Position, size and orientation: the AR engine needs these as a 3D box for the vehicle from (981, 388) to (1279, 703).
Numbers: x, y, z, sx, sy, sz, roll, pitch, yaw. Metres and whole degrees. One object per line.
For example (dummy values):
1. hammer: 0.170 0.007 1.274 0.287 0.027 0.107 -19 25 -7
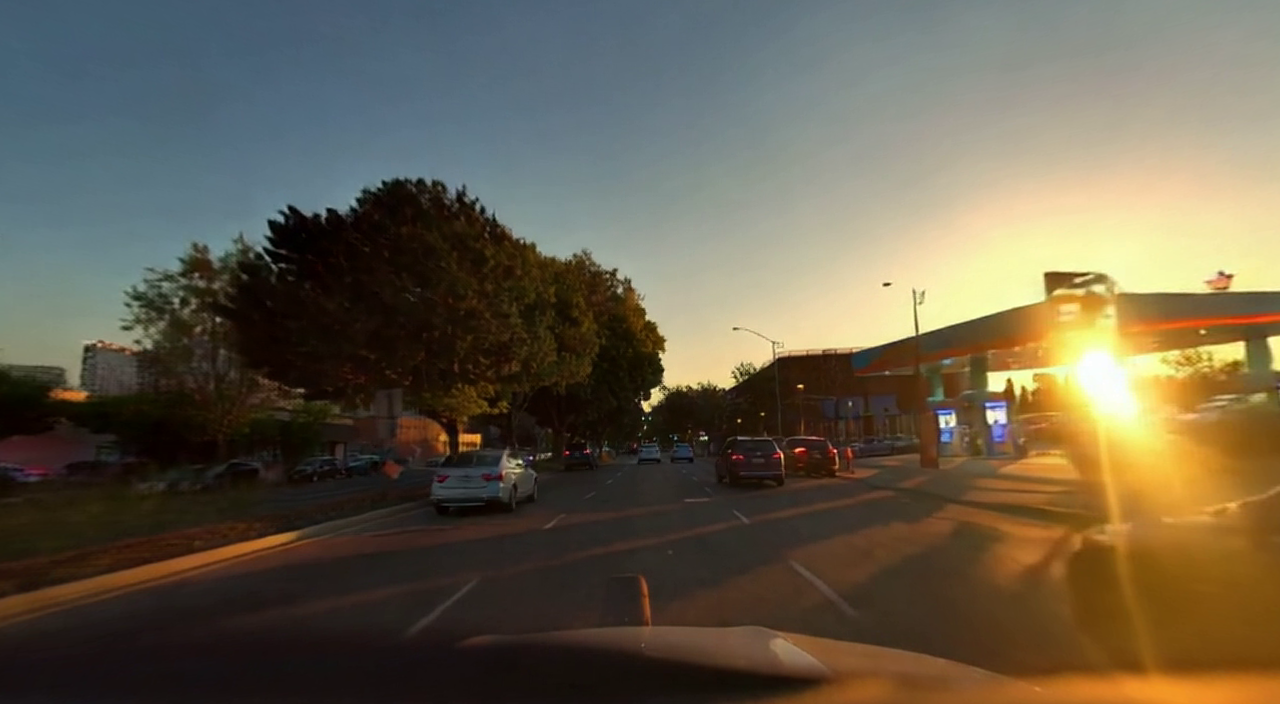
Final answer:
1. vehicle: 3.170 0.819 1.767 1.919 1.502 4.572 0 -8 1

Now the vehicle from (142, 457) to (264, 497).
1. vehicle: -19.102 5.463 27.881 1.890 1.472 4.769 0 -8 1

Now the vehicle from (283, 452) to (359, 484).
1. vehicle: -18.555 6.741 36.944 1.947 1.616 4.638 0 -8 1

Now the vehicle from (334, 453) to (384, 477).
1. vehicle: -21.805 8.772 49.088 1.821 1.645 4.211 0 -8 1

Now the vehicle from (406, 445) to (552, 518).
1. vehicle: -3.336 2.767 14.086 2.013 1.354 4.393 0 -8 1

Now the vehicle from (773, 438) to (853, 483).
1. vehicle: 7.340 4.671 27.328 2.417 1.736 5.043 -1 -9 5

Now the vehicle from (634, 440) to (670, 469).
1. vehicle: 0.730 6.472 40.010 2.192 1.674 4.124 0 -8 1

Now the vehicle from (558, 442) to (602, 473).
1. vehicle: -3.263 5.834 35.140 1.988 1.645 3.995 0 -8 1

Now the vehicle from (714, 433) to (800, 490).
1. vehicle: 3.821 3.669 21.485 1.980 1.709 4.813 0 -8 0
